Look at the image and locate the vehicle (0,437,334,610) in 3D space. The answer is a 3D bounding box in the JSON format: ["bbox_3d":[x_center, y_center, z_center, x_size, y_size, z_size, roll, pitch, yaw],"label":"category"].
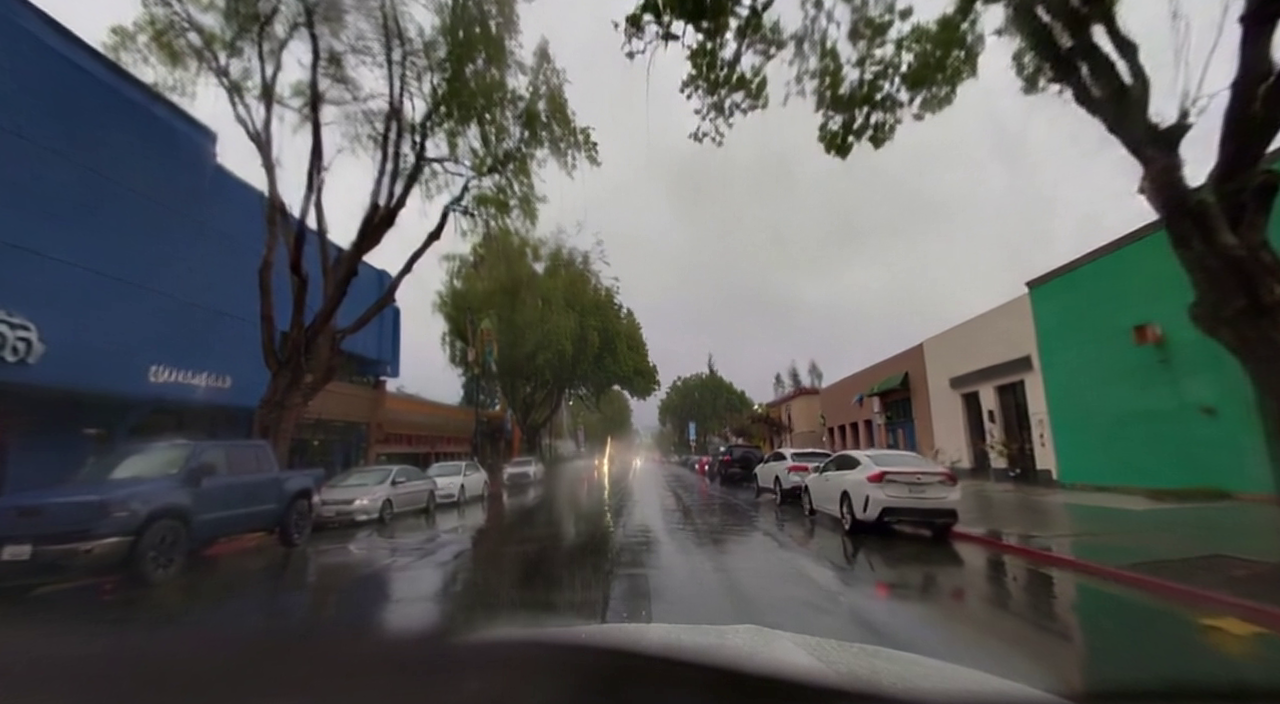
[{"bbox_3d":[-6.924,2.299,9.665,2.238,1.891,4.780,-1,-7,-2],"label":"vehicle"}]

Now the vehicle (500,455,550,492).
[{"bbox_3d":[-6.463,6.873,36.046,1.996,1.770,5.518,-2,-9,-2],"label":"vehicle"}]

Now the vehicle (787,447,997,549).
[{"bbox_3d":[4.344,2.573,11.914,1.973,1.494,4.867,0,-9,0],"label":"vehicle"}]

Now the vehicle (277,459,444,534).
[{"bbox_3d":[-6.956,3.616,16.432,2.001,1.502,4.851,-1,-8,2],"label":"vehicle"}]
